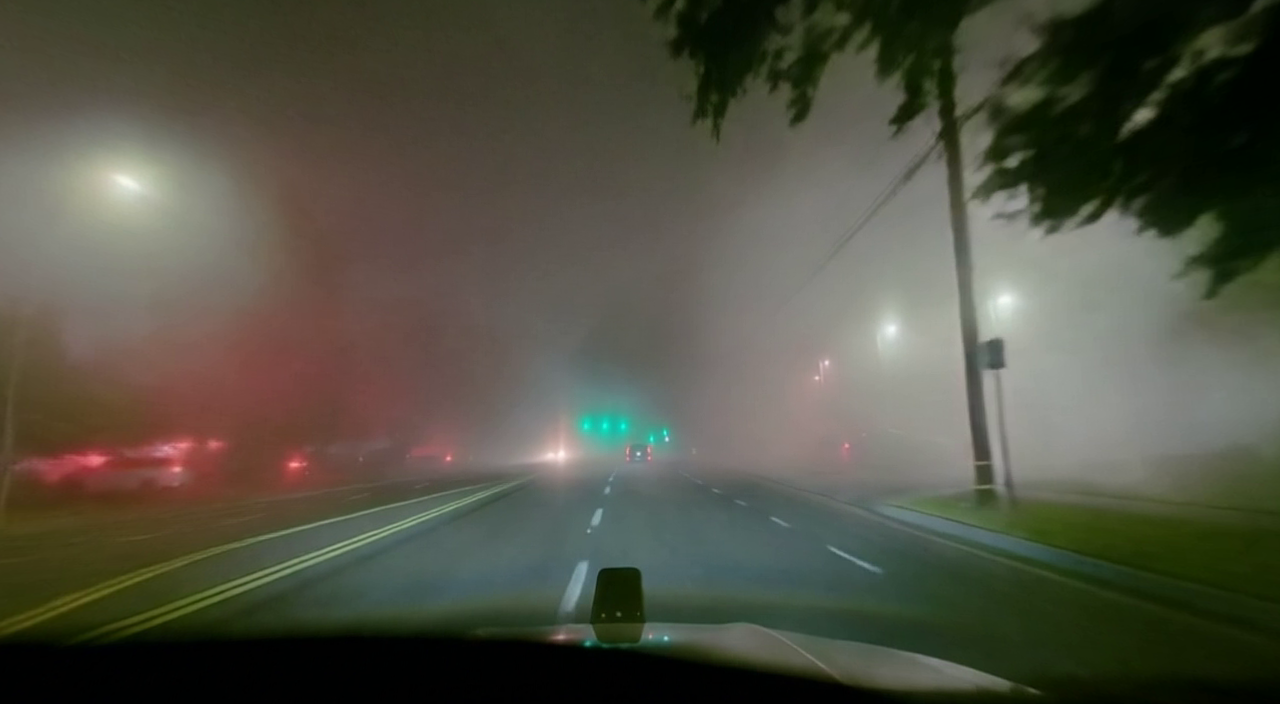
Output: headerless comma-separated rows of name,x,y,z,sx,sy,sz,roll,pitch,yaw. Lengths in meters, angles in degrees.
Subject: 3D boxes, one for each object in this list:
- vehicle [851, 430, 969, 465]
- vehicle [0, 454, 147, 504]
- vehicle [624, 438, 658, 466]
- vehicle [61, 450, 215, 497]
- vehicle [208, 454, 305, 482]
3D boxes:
vehicle,11.982,4.252,28.256,4.415,1.467,1.865,0,-8,1
vehicle,-21.351,4.722,23.639,4.206,1.721,1.807,0,-9,0
vehicle,-0.010,6.863,43.605,2.215,1.799,4.426,0,-9,-2
vehicle,-21.284,5.132,26.939,4.766,1.873,2.008,0,-9,0
vehicle,-22.306,6.751,36.868,4.363,1.503,1.859,0,-9,-3
